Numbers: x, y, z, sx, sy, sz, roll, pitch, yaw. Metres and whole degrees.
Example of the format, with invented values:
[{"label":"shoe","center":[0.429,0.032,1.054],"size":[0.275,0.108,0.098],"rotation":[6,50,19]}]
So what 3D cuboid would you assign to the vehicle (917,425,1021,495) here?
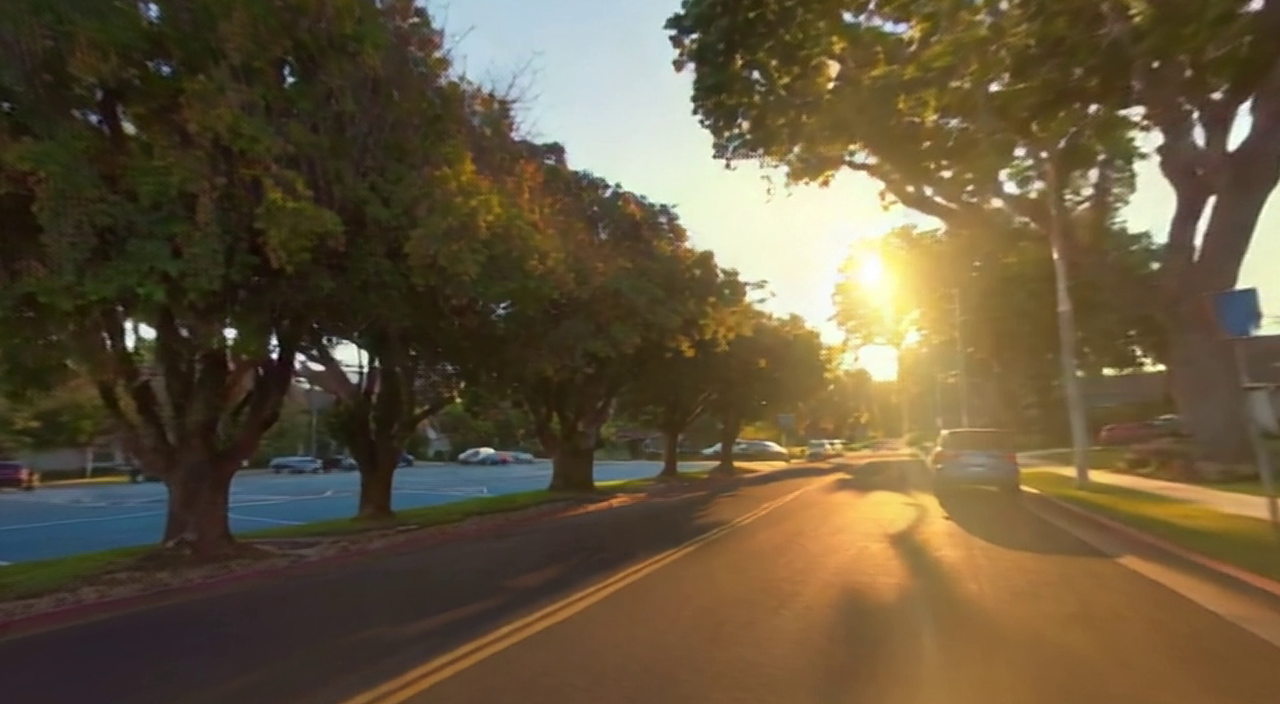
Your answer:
[{"label":"vehicle","center":[9.445,3.102,18.512],"size":[2.204,1.776,4.262],"rotation":[-4,-9,22]}]

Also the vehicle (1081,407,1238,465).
[{"label":"vehicle","center":[19.617,3.178,23.962],"size":[4.390,1.696,1.954],"rotation":[-4,-8,-9]}]
